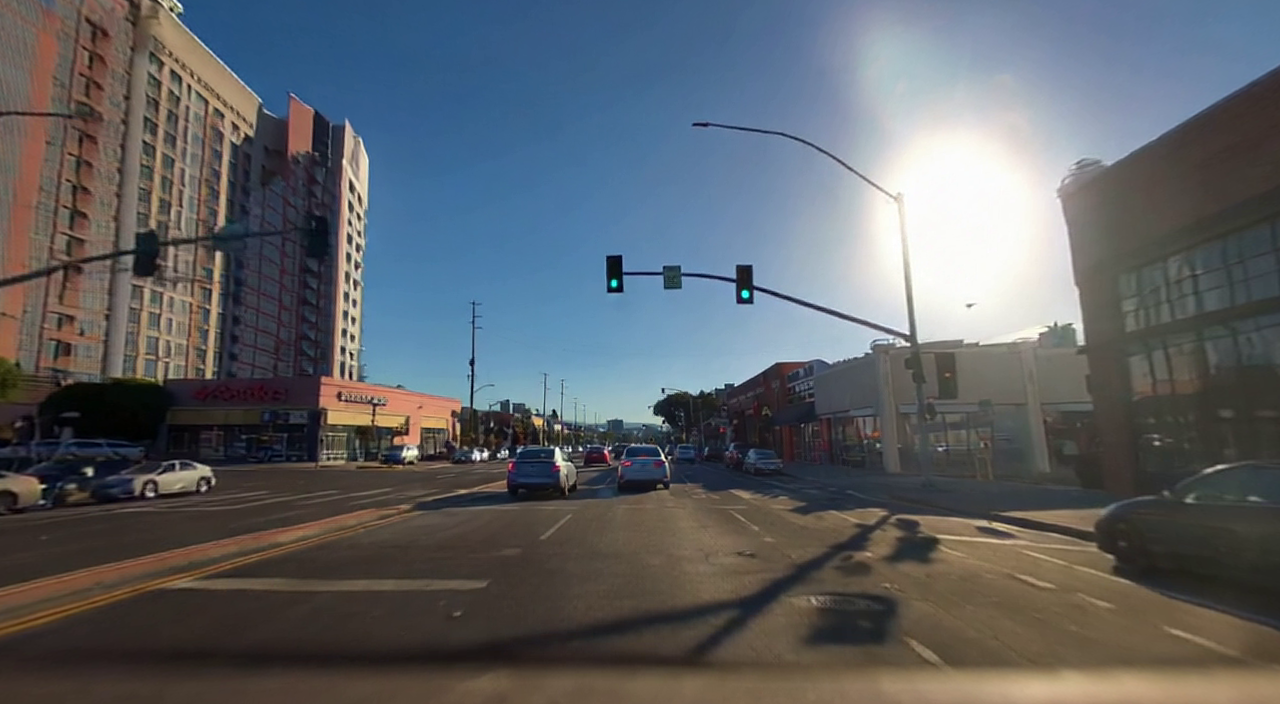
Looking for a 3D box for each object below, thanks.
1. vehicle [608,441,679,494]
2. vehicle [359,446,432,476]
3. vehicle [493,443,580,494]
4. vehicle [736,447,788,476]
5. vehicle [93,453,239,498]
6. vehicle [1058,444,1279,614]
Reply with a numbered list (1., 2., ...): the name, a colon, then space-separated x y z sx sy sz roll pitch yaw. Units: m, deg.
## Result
1. vehicle: 0.115 3.638 20.243 2.037 1.484 4.073 0 -8 1
2. vehicle: -14.893 6.630 38.715 2.161 1.704 4.554 -1 -9 8
3. vehicle: -3.236 3.722 20.553 1.950 1.450 4.257 -1 -8 2
4. vehicle: 6.688 6.040 34.992 1.944 1.462 4.406 0 -8 0
5. vehicle: -18.023 4.621 23.953 5.163 1.510 2.174 -4 -9 26
6. vehicle: 6.470 1.597 5.911 1.899 1.453 4.610 0 -8 0
